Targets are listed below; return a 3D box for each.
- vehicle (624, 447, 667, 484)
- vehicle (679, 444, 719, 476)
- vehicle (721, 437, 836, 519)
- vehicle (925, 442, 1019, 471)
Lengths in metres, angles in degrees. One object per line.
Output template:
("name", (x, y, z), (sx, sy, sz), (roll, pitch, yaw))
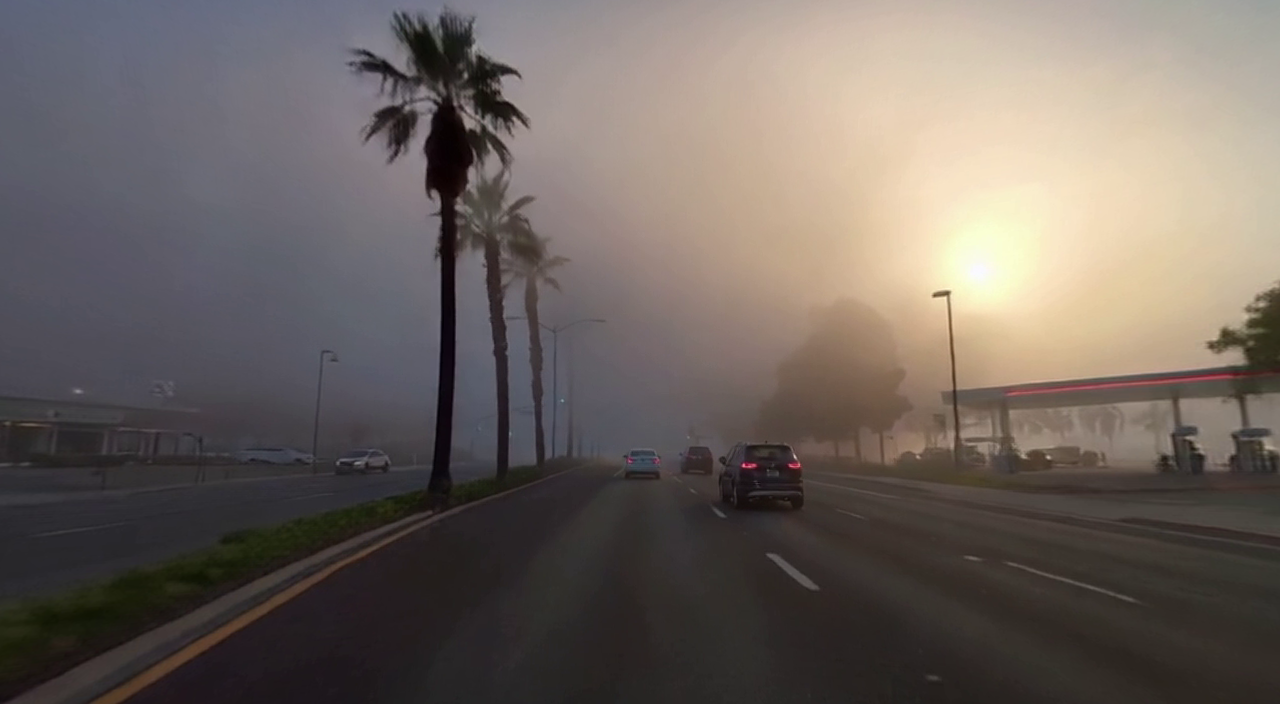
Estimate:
("vehicle", (0.265, 5.538, 30.944), (1.991, 1.664, 3.814), (0, -8, 0))
("vehicle", (3.806, 7.052, 41.540), (2.154, 1.975, 4.634), (0, -8, 0))
("vehicle", (3.254, 3.022, 15.648), (1.872, 1.752, 3.896), (0, -8, -1))
("vehicle", (21.692, 6.818, 41.280), (4.831, 1.816, 2.295), (0, -8, -2))
